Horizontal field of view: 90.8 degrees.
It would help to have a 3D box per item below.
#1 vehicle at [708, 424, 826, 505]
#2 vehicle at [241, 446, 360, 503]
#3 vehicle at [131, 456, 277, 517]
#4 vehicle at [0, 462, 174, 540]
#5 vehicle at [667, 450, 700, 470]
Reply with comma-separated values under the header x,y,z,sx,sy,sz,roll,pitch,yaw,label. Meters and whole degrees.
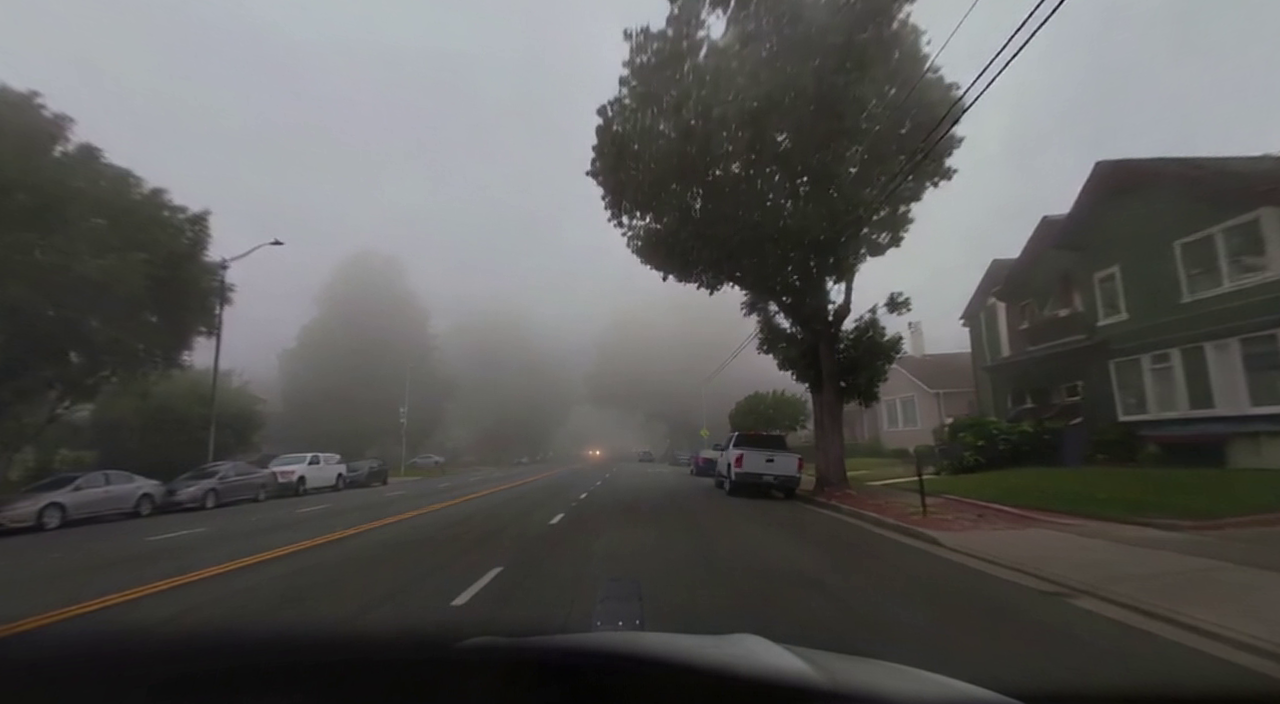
x,y,z,sx,sy,sz,roll,pitch,yaw,label
3.567,3.354,19.238,2.327,2.026,6.259,0,-9,0,vehicle
-13.944,5.049,26.405,2.213,1.903,5.326,-4,-9,-2,vehicle
-13.890,4.256,20.472,1.772,1.736,4.020,0,-9,1,vehicle
-13.923,3.560,15.441,2.017,1.574,4.024,-4,-10,-1,vehicle
3.347,8.431,49.656,2.158,1.477,5.135,0,-9,0,vehicle
